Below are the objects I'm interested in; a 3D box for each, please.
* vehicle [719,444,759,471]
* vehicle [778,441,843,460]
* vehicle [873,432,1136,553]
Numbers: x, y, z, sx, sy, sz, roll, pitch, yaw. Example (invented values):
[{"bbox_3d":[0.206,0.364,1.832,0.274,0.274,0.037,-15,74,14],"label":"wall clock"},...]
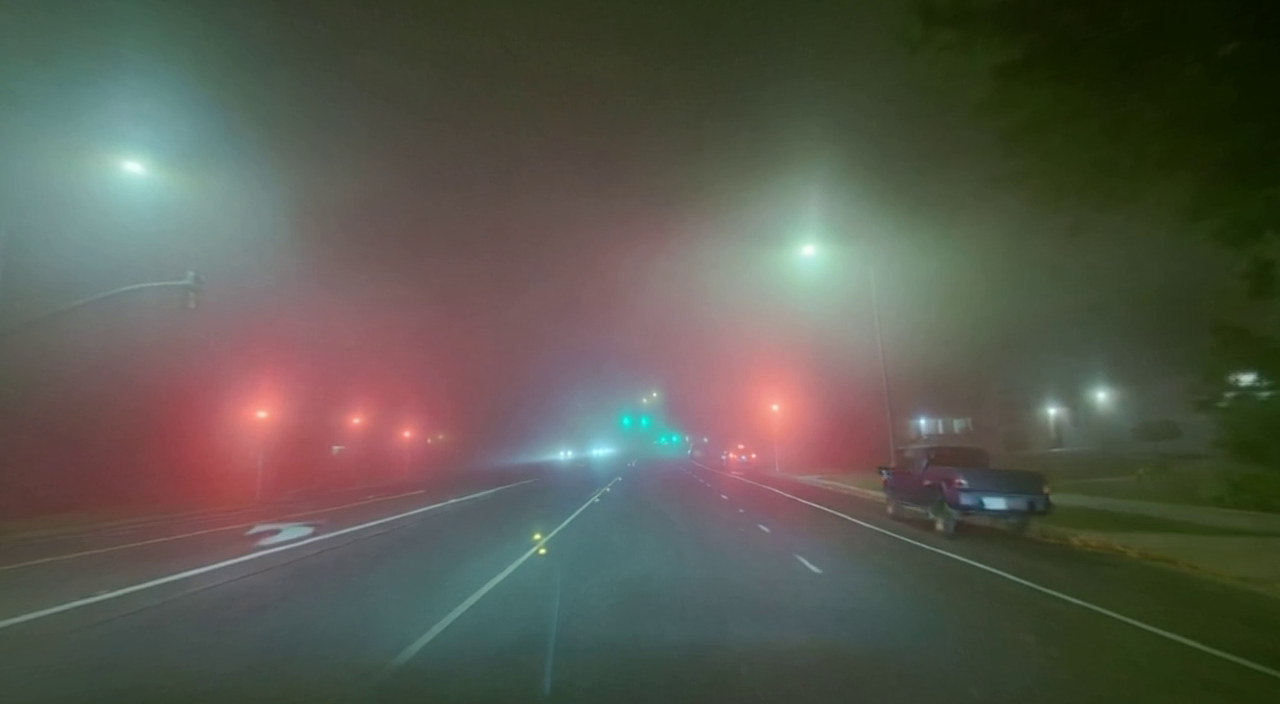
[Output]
[{"bbox_3d":[6.056,6.512,39.092,1.855,1.520,4.808,0,-9,2],"label":"vehicle"},{"bbox_3d":[13.236,7.644,49.059,4.461,1.461,1.805,0,-9,0],"label":"vehicle"},{"bbox_3d":[5.557,2.164,10.396,1.950,1.567,4.083,0,-9,1],"label":"vehicle"}]
